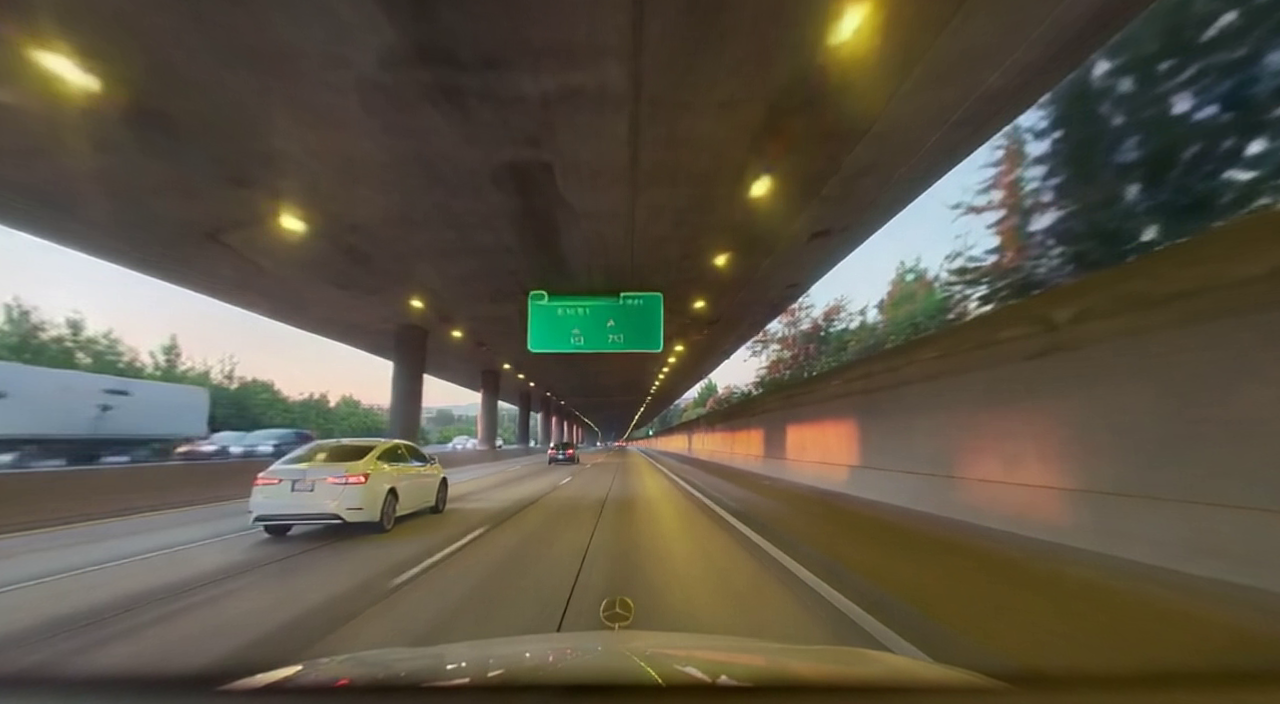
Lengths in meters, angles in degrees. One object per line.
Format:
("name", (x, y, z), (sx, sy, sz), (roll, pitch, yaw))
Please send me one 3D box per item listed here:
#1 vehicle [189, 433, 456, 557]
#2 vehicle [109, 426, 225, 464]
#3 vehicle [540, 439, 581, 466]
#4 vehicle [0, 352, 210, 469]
("vehicle", (-4.351, 1.981, 9.553), (1.885, 1.424, 4.230), (0, -8, 0))
("vehicle", (-20.048, 3.969, 26.925), (1.879, 1.499, 4.014), (0, -8, -2))
("vehicle", (-4.667, 5.970, 37.457), (1.973, 1.474, 4.199), (0, -8, -1))
("vehicle", (-23.944, 2.595, 25.749), (2.981, 4.065, 13.881), (0, -8, 0))
